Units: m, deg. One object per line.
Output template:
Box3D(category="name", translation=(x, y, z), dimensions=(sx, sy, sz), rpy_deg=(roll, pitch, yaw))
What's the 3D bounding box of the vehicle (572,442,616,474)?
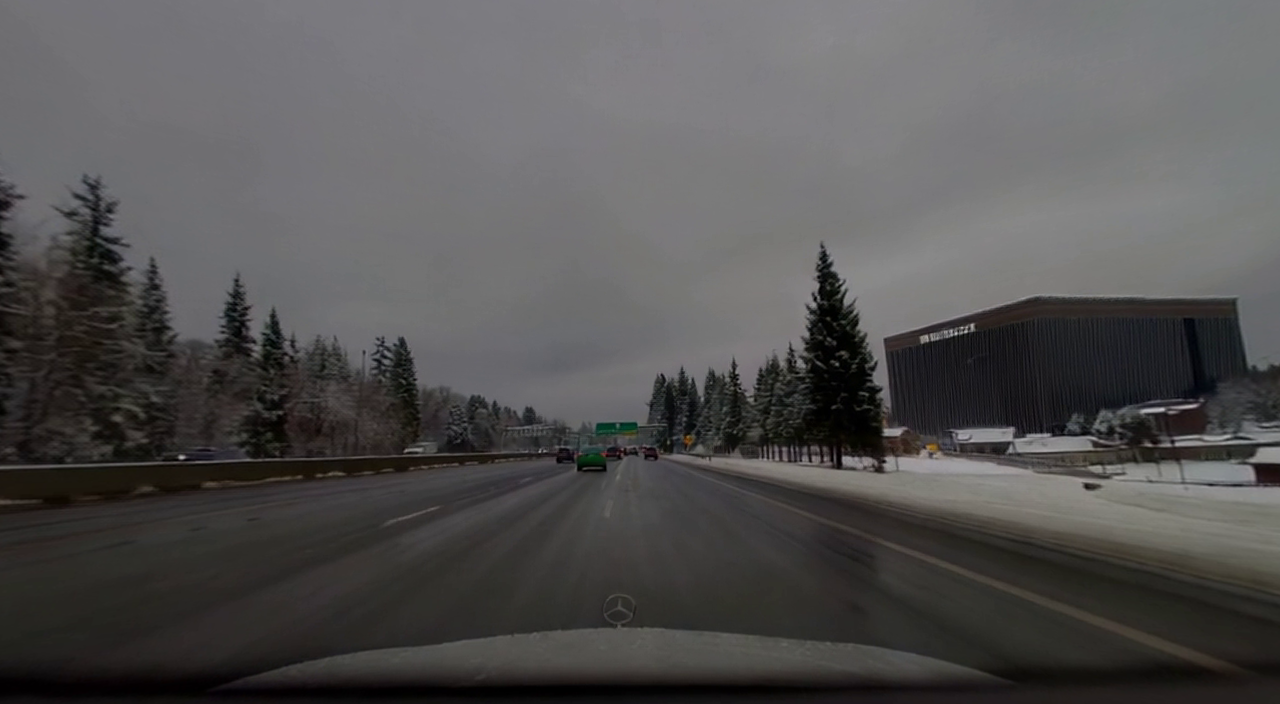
Box3D(category="vehicle", translation=(-2.740, 6.457, 38.667), dimensions=(2.302, 1.810, 4.707), rpy_deg=(0, -9, 0))
